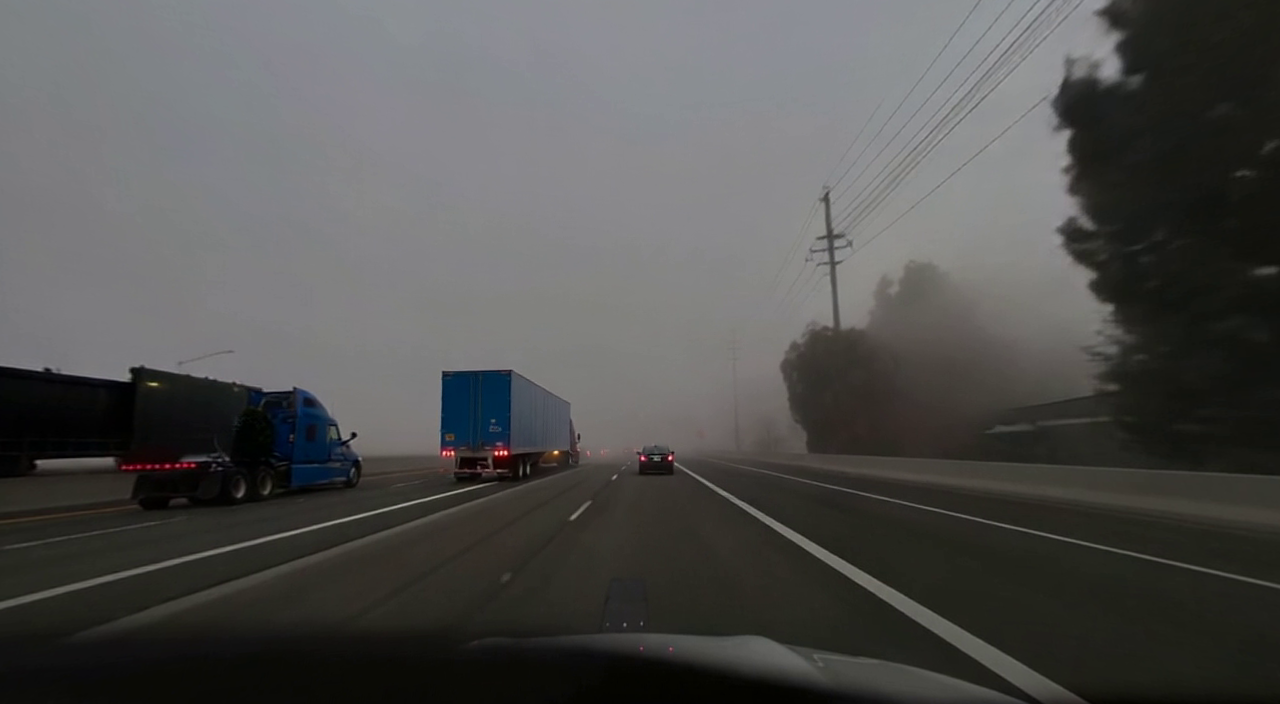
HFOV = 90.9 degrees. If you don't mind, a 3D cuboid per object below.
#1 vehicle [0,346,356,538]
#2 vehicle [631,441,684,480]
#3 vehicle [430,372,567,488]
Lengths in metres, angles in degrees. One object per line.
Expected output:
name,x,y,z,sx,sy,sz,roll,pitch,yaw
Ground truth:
vehicle,-10.530,2.154,15.115,2.896,3.140,9.491,0,-8,1
vehicle,0.695,4.575,26.872,2.055,1.514,4.323,0,-8,0
vehicle,-5.903,3.882,30.124,2.907,4.081,15.311,0,-8,0
